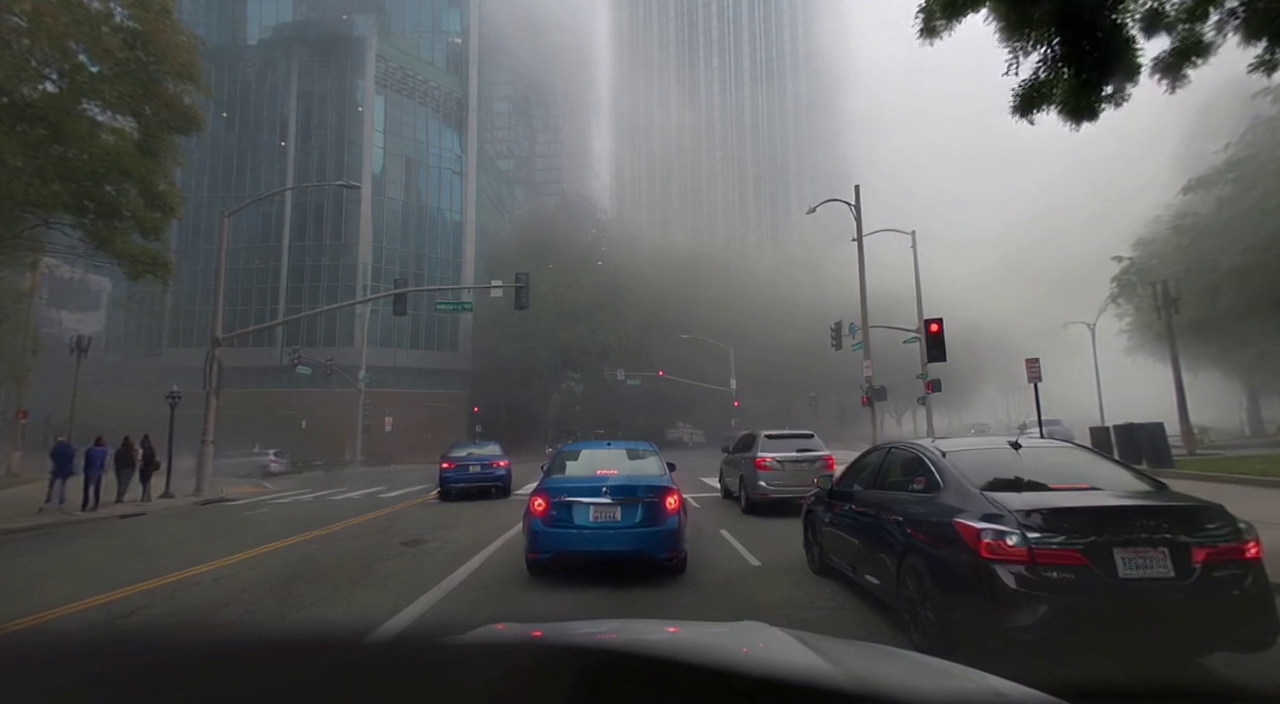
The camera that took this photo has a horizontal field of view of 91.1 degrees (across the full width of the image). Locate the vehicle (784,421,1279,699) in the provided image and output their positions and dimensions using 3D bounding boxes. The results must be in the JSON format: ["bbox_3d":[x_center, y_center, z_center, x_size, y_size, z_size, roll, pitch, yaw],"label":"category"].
[{"bbox_3d":[2.755,1.418,5.495,1.952,1.464,4.165,0,-8,-1],"label":"vehicle"}]

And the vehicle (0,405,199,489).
[{"bbox_3d":[-26.060,4.348,28.973,8.989,3.623,2.884,0,-8,0],"label":"vehicle"}]

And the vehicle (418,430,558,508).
[{"bbox_3d":[-3.245,2.593,14.383,2.068,1.513,4.221,0,-8,1],"label":"vehicle"}]

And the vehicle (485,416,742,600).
[{"bbox_3d":[-0.267,1.566,7.200,2.072,1.476,4.078,0,-8,-2],"label":"vehicle"}]
